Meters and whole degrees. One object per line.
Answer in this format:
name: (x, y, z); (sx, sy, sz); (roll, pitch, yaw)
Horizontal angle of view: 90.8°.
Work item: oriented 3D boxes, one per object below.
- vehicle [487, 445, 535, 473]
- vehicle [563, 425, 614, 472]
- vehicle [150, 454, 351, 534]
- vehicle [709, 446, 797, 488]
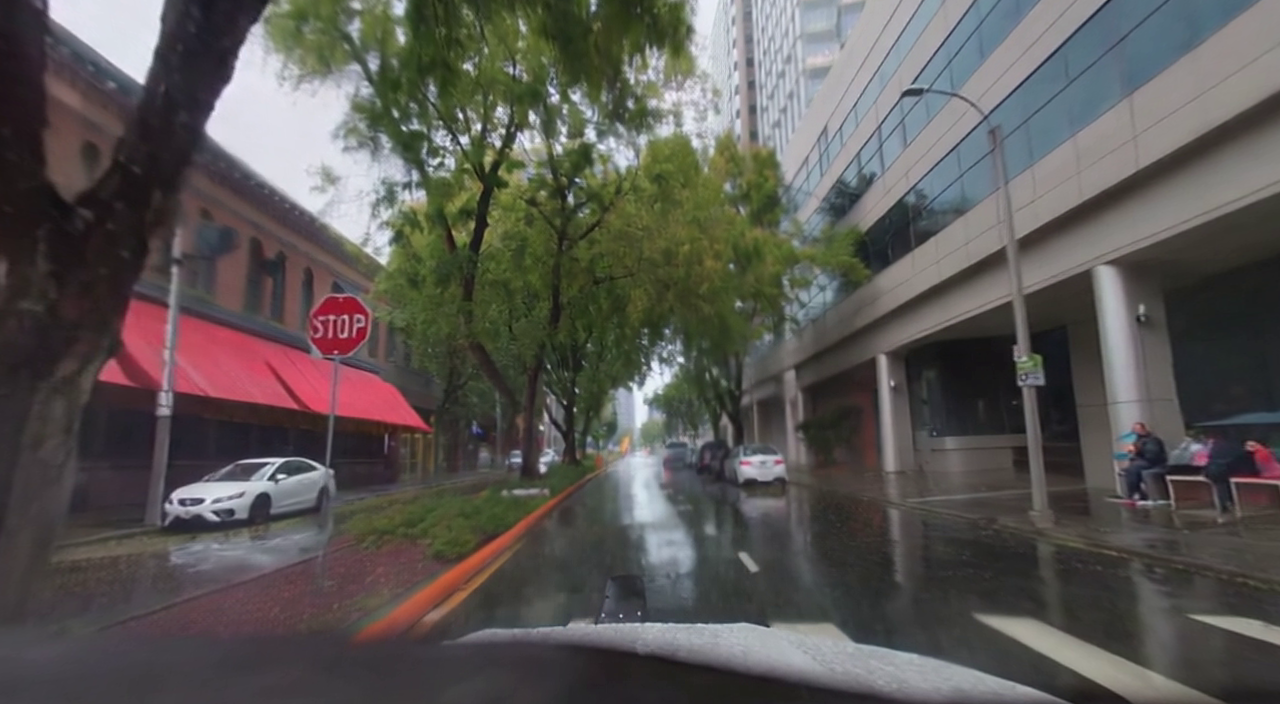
vehicle: (-8.853, 7.371, 43.763); (2.256, 1.802, 4.333); (0, -8, 1)
vehicle: (-2.983, 5.841, 38.463); (2.317, 2.596, 6.053); (0, -8, 3)
vehicle: (-8.771, 3.187, 14.804); (2.007, 1.503, 4.343); (0, -8, -1)
vehicle: (4.590, 4.512, 25.239); (1.858, 1.491, 4.329); (-6, -10, 33)
